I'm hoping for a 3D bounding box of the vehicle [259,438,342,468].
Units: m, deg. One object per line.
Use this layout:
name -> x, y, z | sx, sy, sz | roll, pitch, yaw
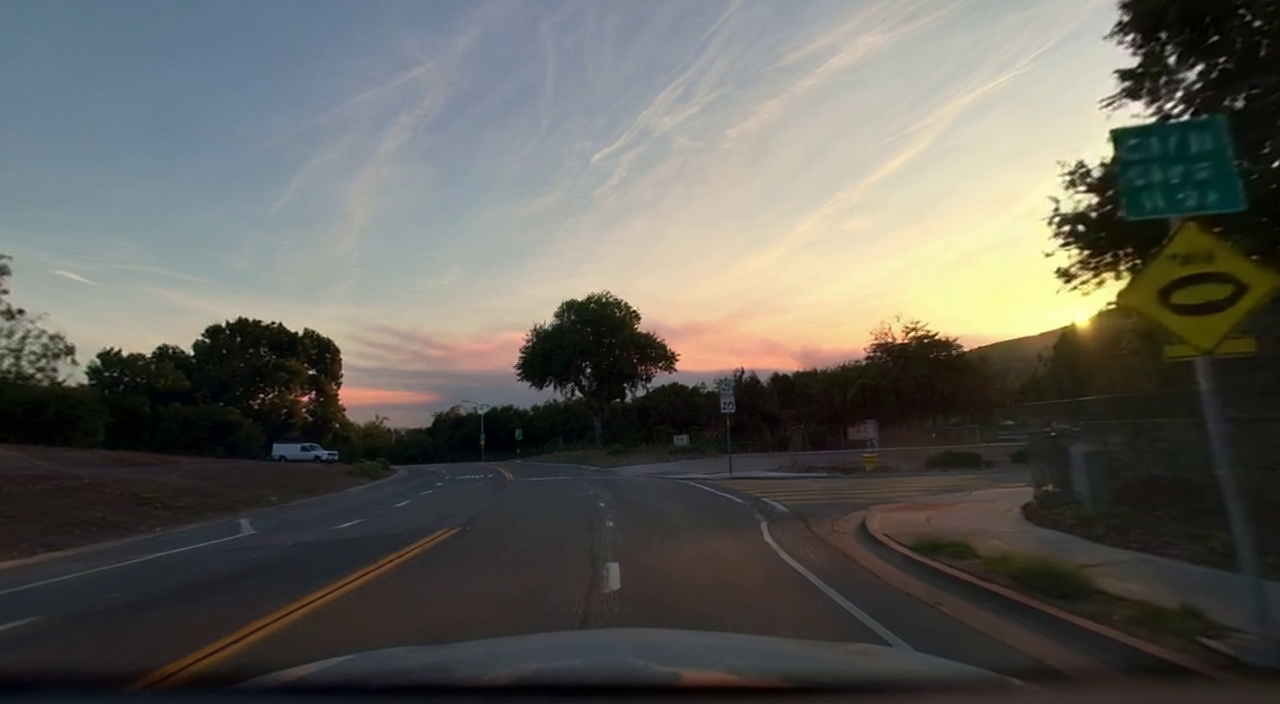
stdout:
vehicle -> -24.016, 7.128, 44.647 | 4.699, 1.996, 2.116 | -1, -9, 9
